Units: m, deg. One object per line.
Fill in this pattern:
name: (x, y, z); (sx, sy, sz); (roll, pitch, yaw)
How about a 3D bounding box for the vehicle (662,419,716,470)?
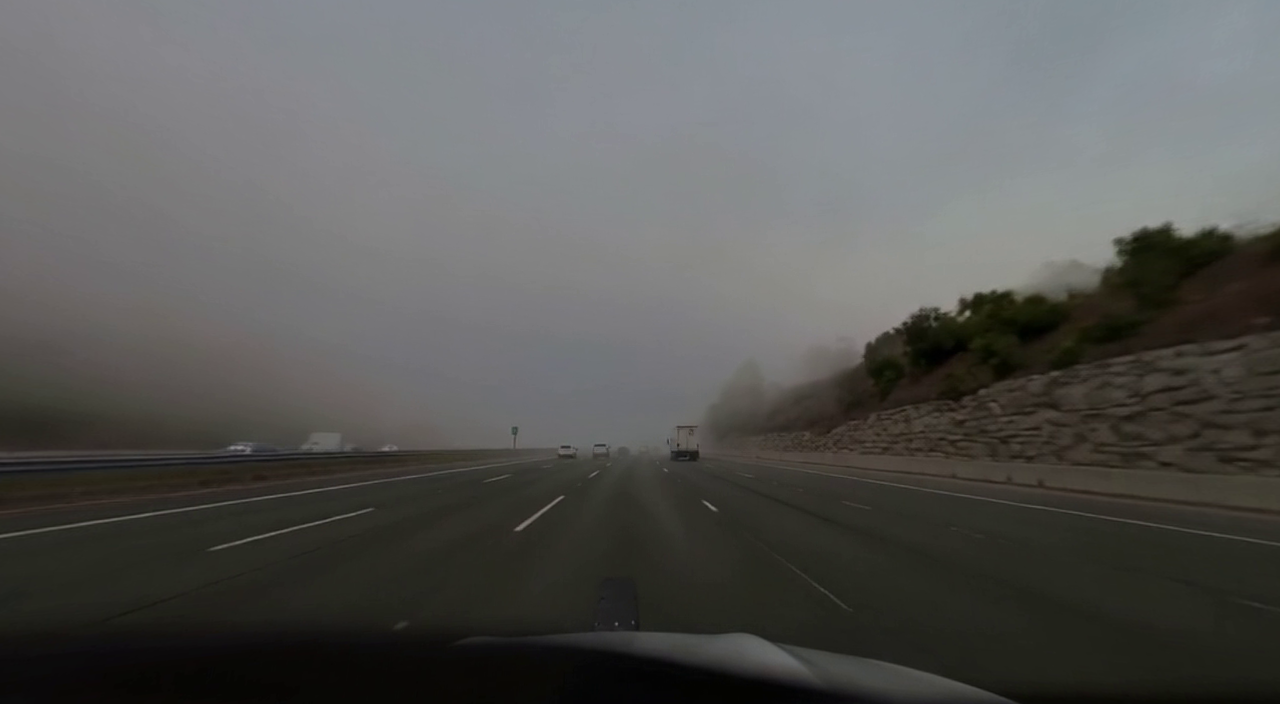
vehicle: (3.258, 6.481, 44.088); (2.795, 3.187, 7.205); (0, -9, -3)
